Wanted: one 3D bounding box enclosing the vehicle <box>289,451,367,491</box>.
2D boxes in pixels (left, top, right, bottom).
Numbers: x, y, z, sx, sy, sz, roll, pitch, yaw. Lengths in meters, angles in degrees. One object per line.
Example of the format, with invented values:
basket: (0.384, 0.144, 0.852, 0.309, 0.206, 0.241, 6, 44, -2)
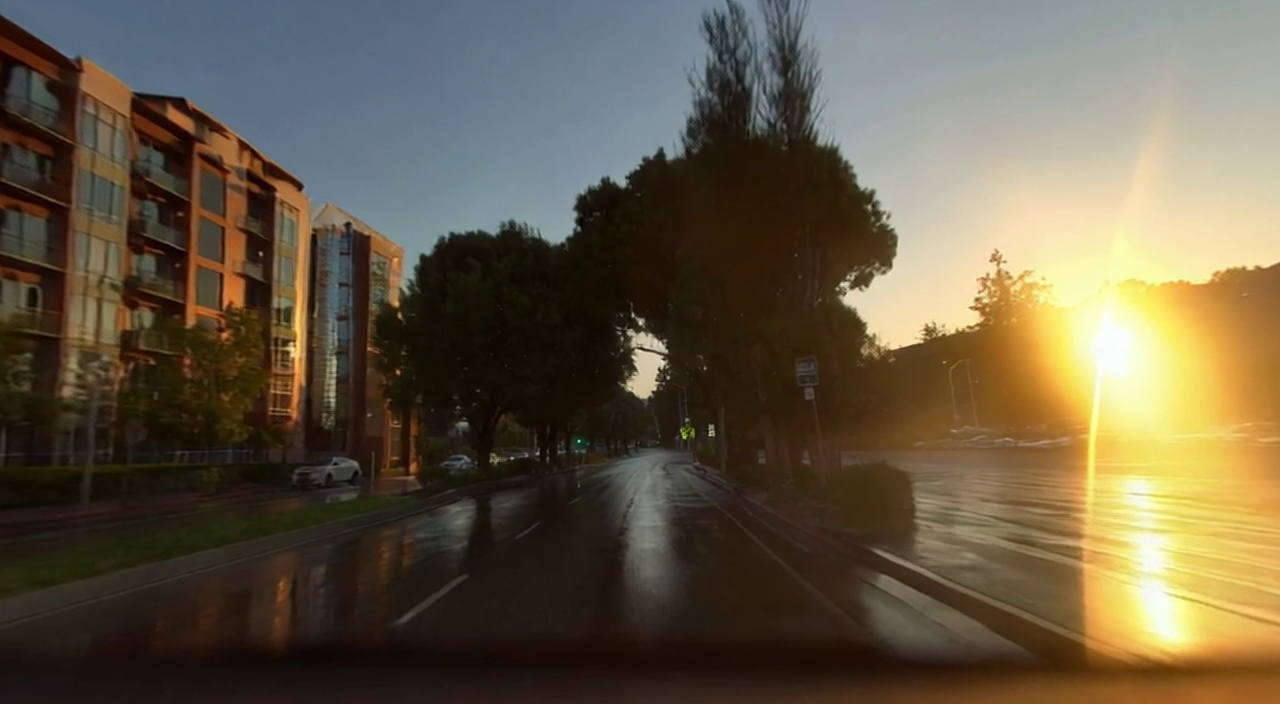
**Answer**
vehicle: (-18.501, 7.056, 37.662, 2.047, 1.914, 5.061, -3, -7, 2)
